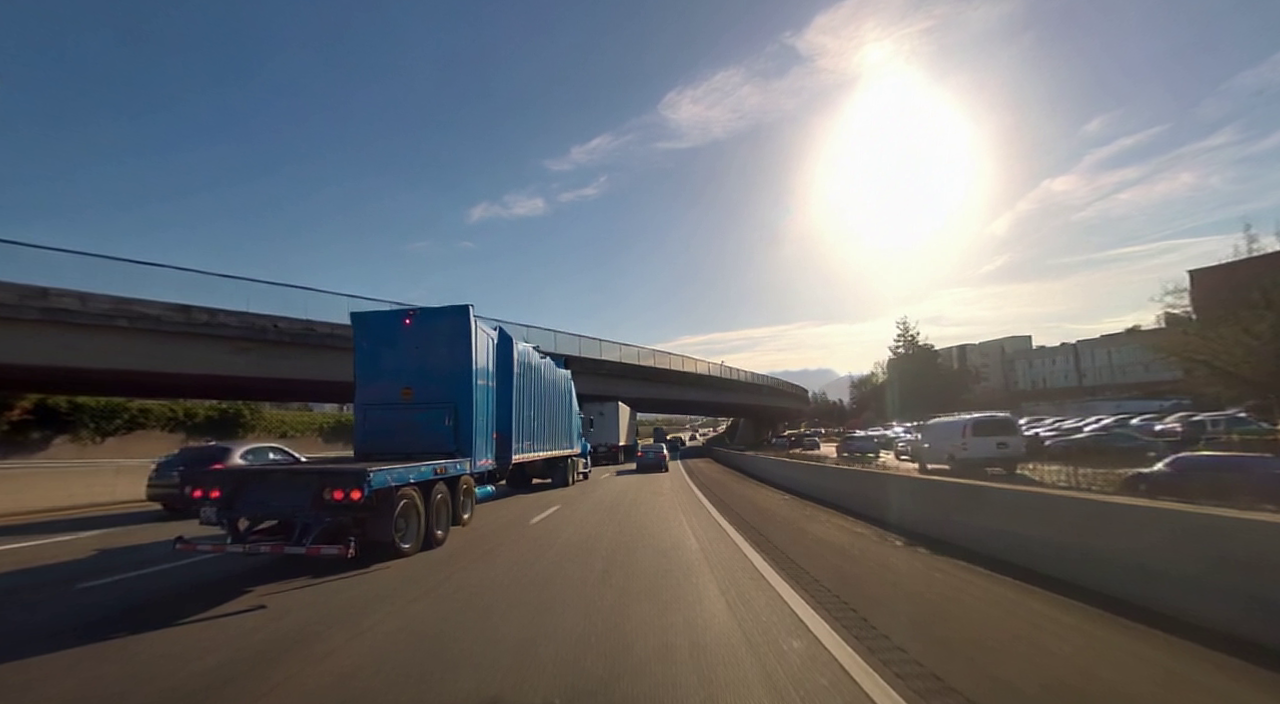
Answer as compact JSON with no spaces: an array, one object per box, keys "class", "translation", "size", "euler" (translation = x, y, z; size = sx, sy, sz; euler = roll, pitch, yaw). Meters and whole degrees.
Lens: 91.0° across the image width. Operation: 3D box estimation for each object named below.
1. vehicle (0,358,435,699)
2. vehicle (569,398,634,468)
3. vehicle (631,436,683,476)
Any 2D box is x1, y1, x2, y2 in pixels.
[{"class":"vehicle","translation":[-3.730,1.149,5.118],"size":[2.896,1.779,3.441],"euler":[0,-8,1]},{"class":"vehicle","translation":[-2.213,5.304,40.304],"size":[3.073,3.894,9.782],"euler":[-1,-9,3]},{"class":"vehicle","translation":[0.786,4.674,28.549],"size":[2.178,1.640,4.071],"euler":[-1,-9,2]}]
